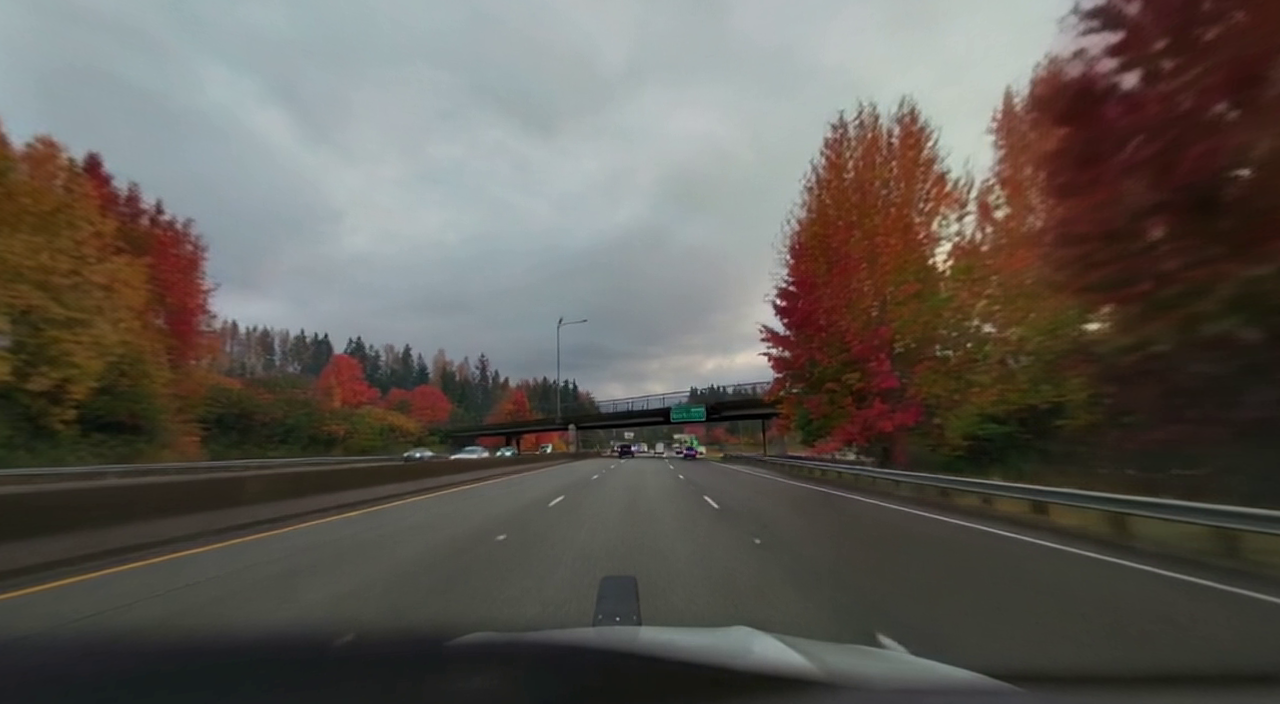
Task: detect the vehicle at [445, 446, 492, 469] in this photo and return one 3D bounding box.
[{"bbox_3d":[-12.320,7.634,45.392,1.984,1.555,4.588,-1,-9,2],"label":"vehicle"}]
